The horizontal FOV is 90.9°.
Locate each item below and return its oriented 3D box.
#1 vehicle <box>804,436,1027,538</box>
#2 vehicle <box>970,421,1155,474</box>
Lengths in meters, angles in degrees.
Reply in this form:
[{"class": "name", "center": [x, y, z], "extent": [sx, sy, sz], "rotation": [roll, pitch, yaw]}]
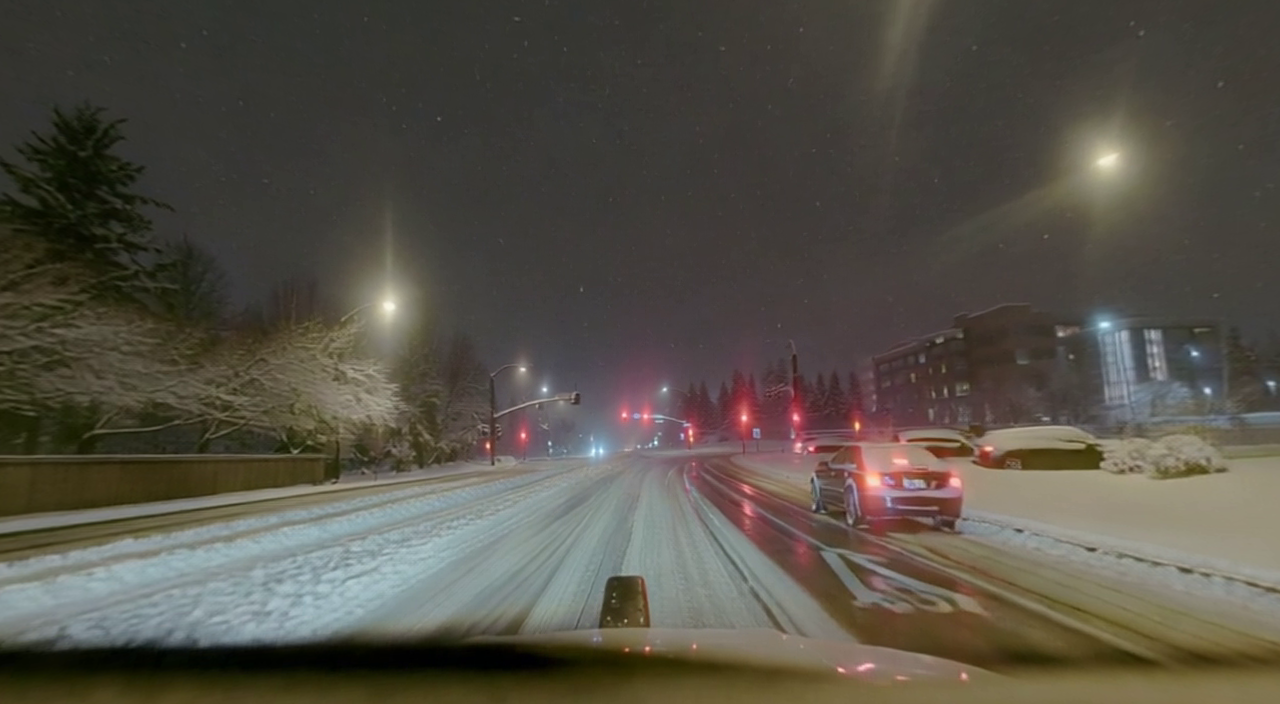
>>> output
[{"class": "vehicle", "center": [4.582, 2.296, 11.472], "extent": [2.006, 1.448, 4.671], "rotation": [0, -8, 1]}, {"class": "vehicle", "center": [12.735, 2.911, 19.234], "extent": [4.227, 1.451, 1.874], "rotation": [-1, -9, 3]}]
